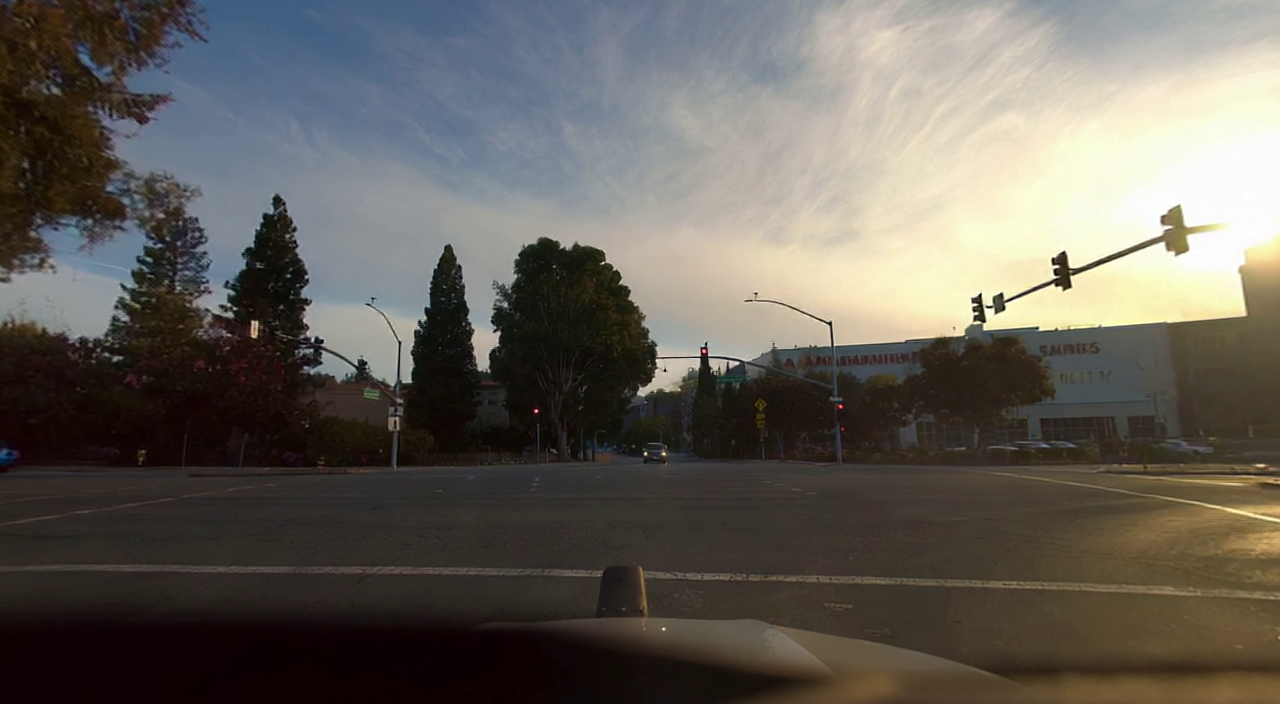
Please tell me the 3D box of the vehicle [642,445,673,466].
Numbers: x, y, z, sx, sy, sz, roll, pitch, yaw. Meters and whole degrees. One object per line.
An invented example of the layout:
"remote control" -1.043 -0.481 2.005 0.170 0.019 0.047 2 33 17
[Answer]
"vehicle" 1.257 7.620 46.461 2.132 1.449 4.235 0 -9 0
